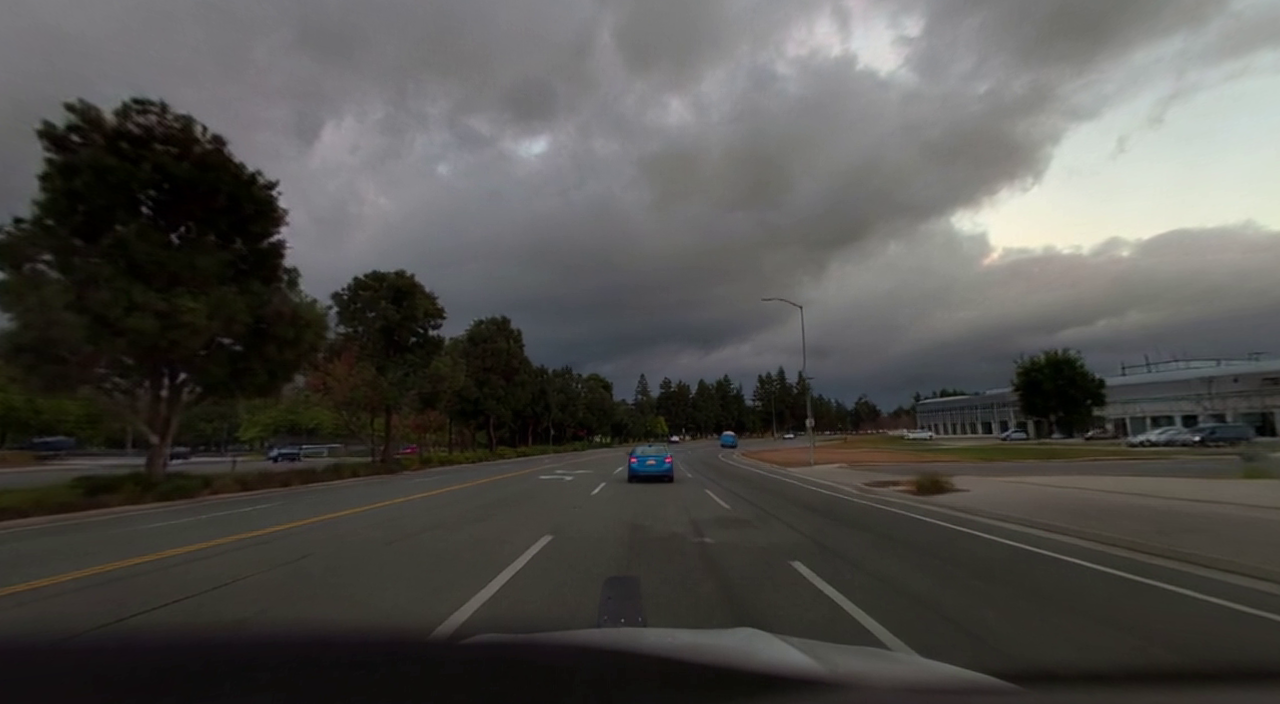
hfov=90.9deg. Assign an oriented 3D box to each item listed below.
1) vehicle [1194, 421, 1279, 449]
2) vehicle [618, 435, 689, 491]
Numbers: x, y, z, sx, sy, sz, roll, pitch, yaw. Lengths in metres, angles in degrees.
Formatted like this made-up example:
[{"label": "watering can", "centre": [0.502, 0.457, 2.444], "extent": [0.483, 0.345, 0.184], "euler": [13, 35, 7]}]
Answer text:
[{"label": "vehicle", "centre": [44.156, 6.145, 46.563], "extent": [4.459, 1.710, 2.018], "euler": [-4, -8, 1]}, {"label": "vehicle", "centre": [0.395, 3.411, 19.681], "extent": [2.010, 1.535, 3.735], "euler": [0, -8, 1]}]
